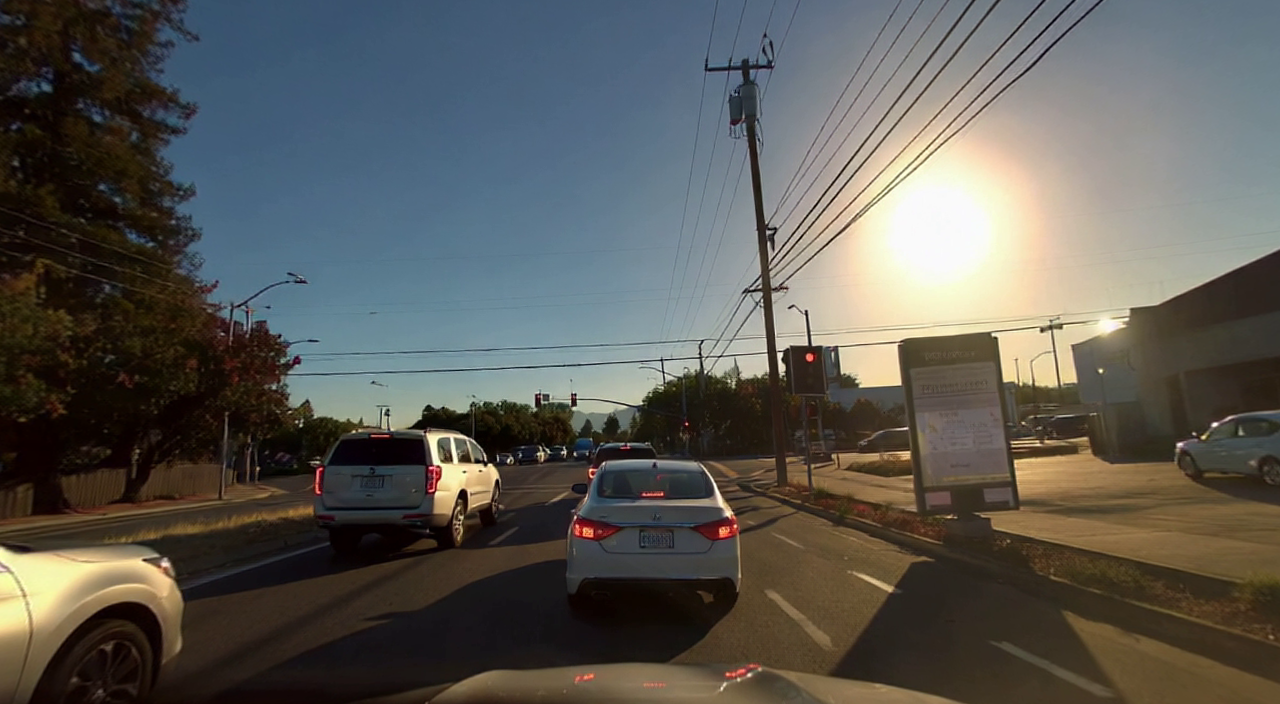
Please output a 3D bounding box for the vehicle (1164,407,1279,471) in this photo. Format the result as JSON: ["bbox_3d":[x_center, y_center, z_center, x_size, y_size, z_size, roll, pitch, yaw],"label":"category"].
[{"bbox_3d":[17.009,2.544,18.270,1.858,1.622,4.491,-5,-10,28],"label":"vehicle"}]

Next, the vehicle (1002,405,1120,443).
[{"bbox_3d":[26.849,4.642,40.505,5.782,2.286,2.223,-1,-9,4],"label":"vehicle"}]

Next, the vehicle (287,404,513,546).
[{"bbox_3d":[-3.850,2.085,11.368,2.147,1.963,4.927,0,-8,-1],"label":"vehicle"}]

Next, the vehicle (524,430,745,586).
[{"bbox_3d":[-0.104,1.800,8.138,2.121,1.474,3.968,0,-8,-1],"label":"vehicle"}]

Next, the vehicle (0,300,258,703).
[{"bbox_3d":[-3.594,0.631,1.525,2.085,1.943,5.053,0,-8,1],"label":"vehicle"}]
